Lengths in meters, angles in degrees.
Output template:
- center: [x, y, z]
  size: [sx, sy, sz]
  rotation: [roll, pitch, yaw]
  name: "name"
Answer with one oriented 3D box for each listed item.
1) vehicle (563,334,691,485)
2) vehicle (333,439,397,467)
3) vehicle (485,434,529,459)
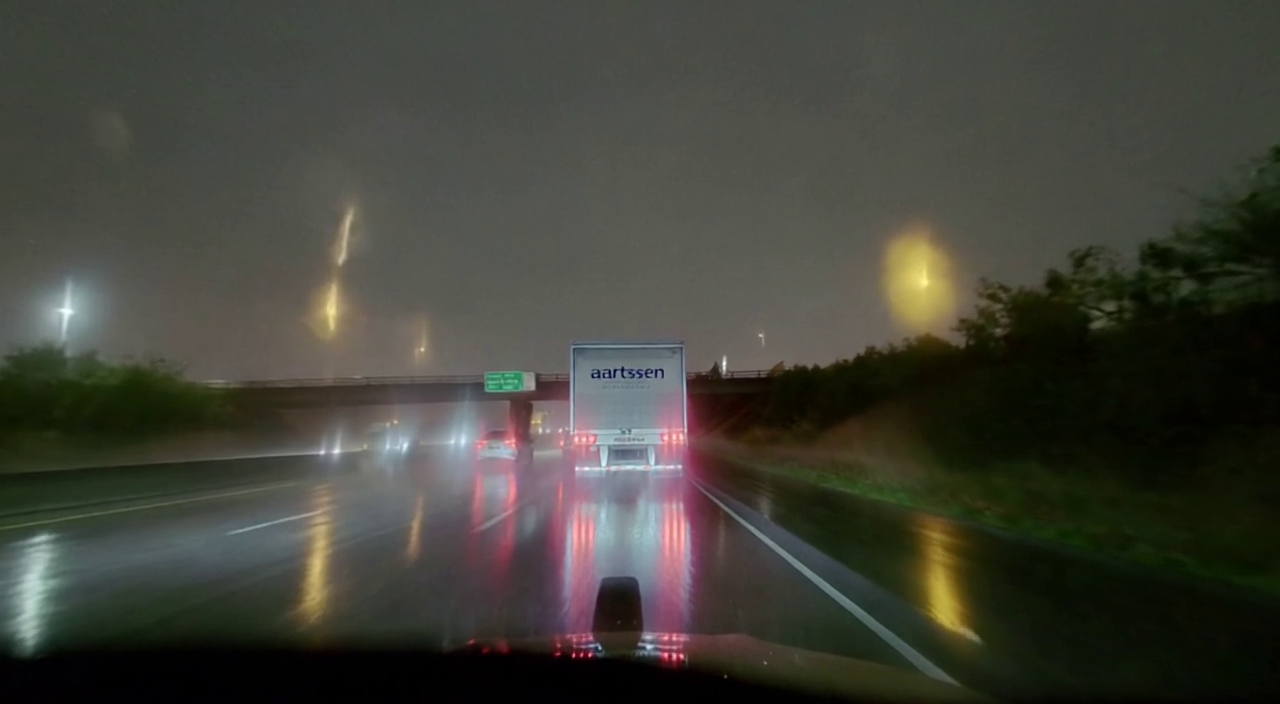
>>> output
- center: [-0.361, 2.251, 22.453]
  size: [3.442, 4.106, 10.719]
  rotation: [0, -8, 0]
  name: "vehicle"
- center: [-16.359, 6.008, 37.625]
  size: [1.911, 1.562, 4.014]
  rotation: [0, -8, 1]
  name: "vehicle"
- center: [-8.527, 6.066, 40.639]
  size: [1.940, 1.488, 3.976]
  rotation: [0, -8, 0]
  name: "vehicle"
